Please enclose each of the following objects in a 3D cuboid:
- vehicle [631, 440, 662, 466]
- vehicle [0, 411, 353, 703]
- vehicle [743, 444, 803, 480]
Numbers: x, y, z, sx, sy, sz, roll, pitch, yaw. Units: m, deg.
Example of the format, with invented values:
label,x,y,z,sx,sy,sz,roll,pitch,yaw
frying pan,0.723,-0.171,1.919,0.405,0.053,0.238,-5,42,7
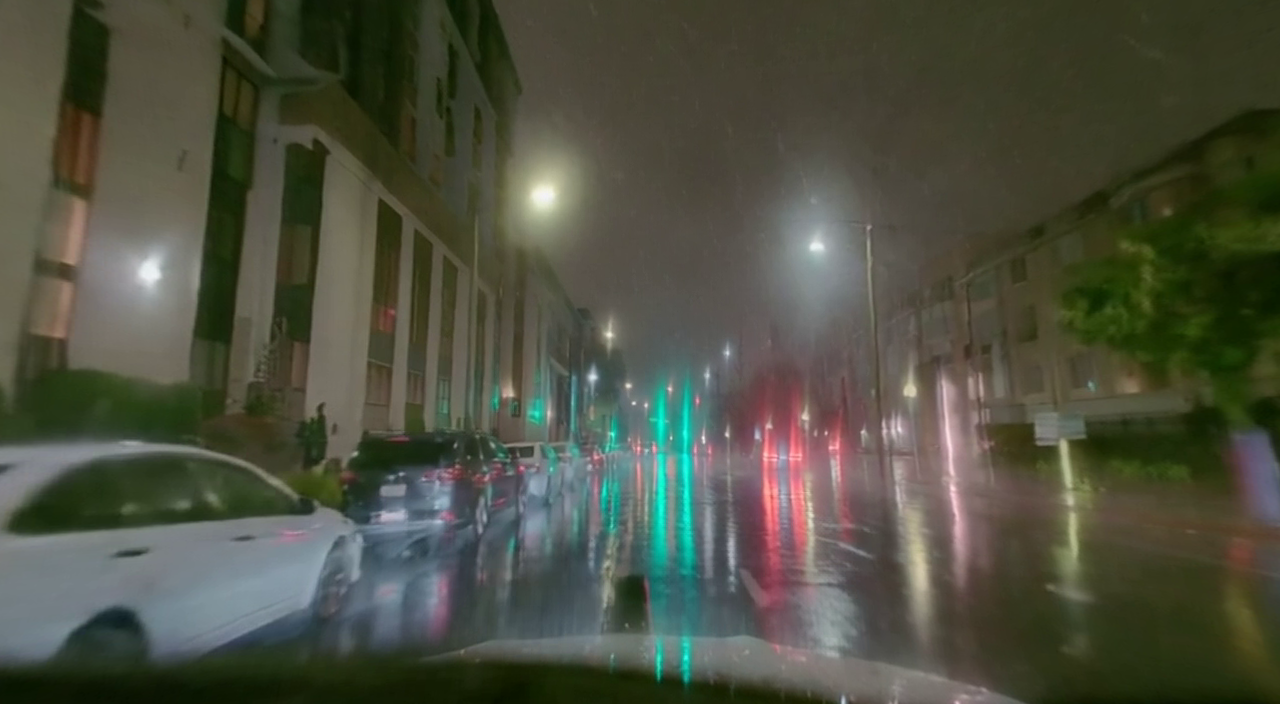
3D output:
label,x,y,z,sx,sy,sz,roll,pitch,yaw
vehicle,0.497,7.071,44.324,2.122,1.689,3.885,0,-8,2
vehicle,-3.215,1.026,2.712,1.810,1.473,4.232,-1,-8,2
vehicle,5.720,4.759,27.489,1.799,1.463,3.464,0,-8,-1
